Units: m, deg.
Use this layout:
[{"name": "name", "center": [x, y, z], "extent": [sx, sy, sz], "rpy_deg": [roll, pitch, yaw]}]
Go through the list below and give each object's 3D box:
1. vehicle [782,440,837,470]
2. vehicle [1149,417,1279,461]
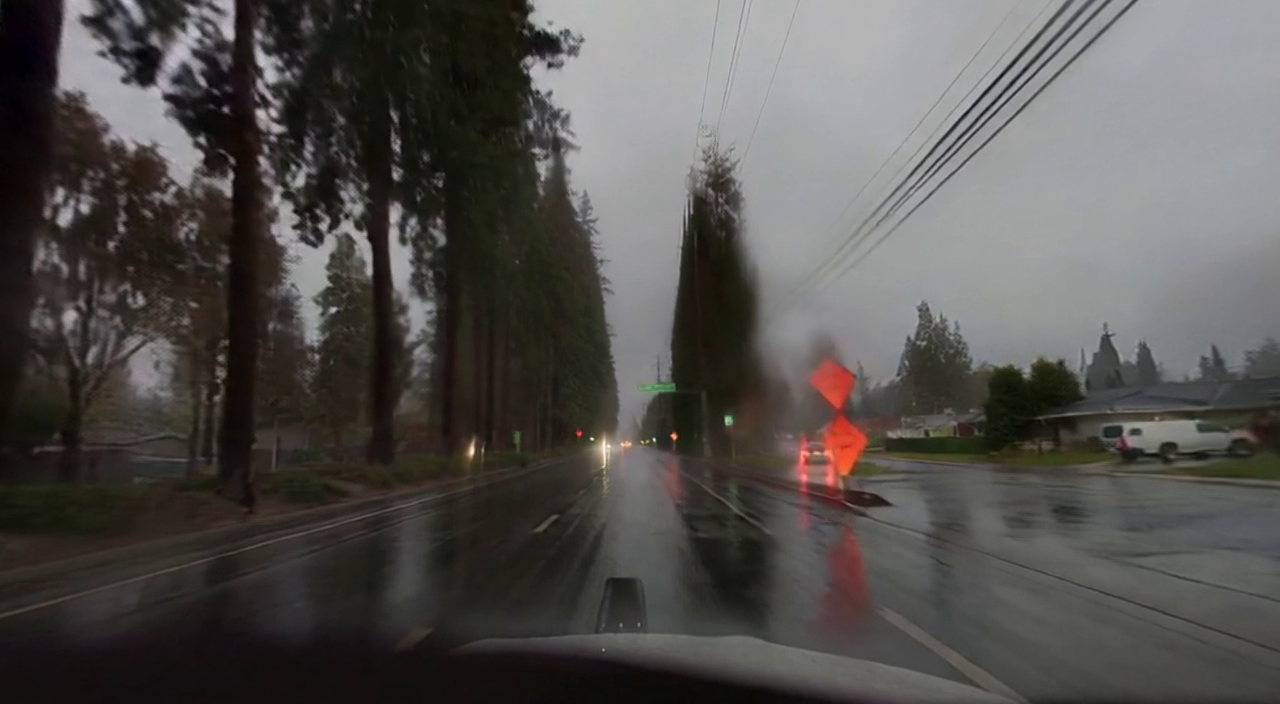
[{"name": "vehicle", "center": [8.593, 5.252, 32.350], "extent": [1.733, 1.449, 3.764], "rpy_deg": [0, -8, 0]}, {"name": "vehicle", "center": [25.564, 3.809, 27.631], "extent": [4.601, 1.801, 2.122], "rpy_deg": [-1, -9, 2]}]
